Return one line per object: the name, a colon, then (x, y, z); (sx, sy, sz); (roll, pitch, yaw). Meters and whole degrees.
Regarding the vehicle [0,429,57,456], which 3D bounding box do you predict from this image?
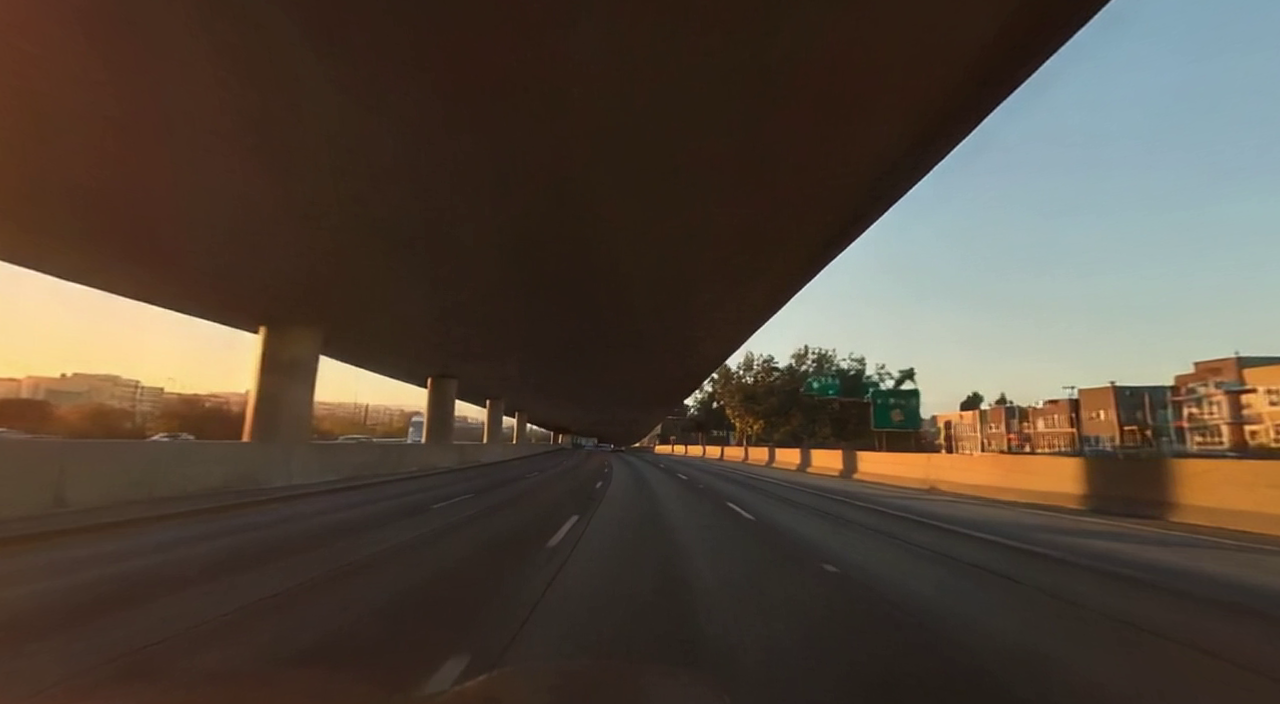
vehicle: (-45.085, 6.450, 44.766); (2.254, 1.840, 5.338); (0, -9, -2)
